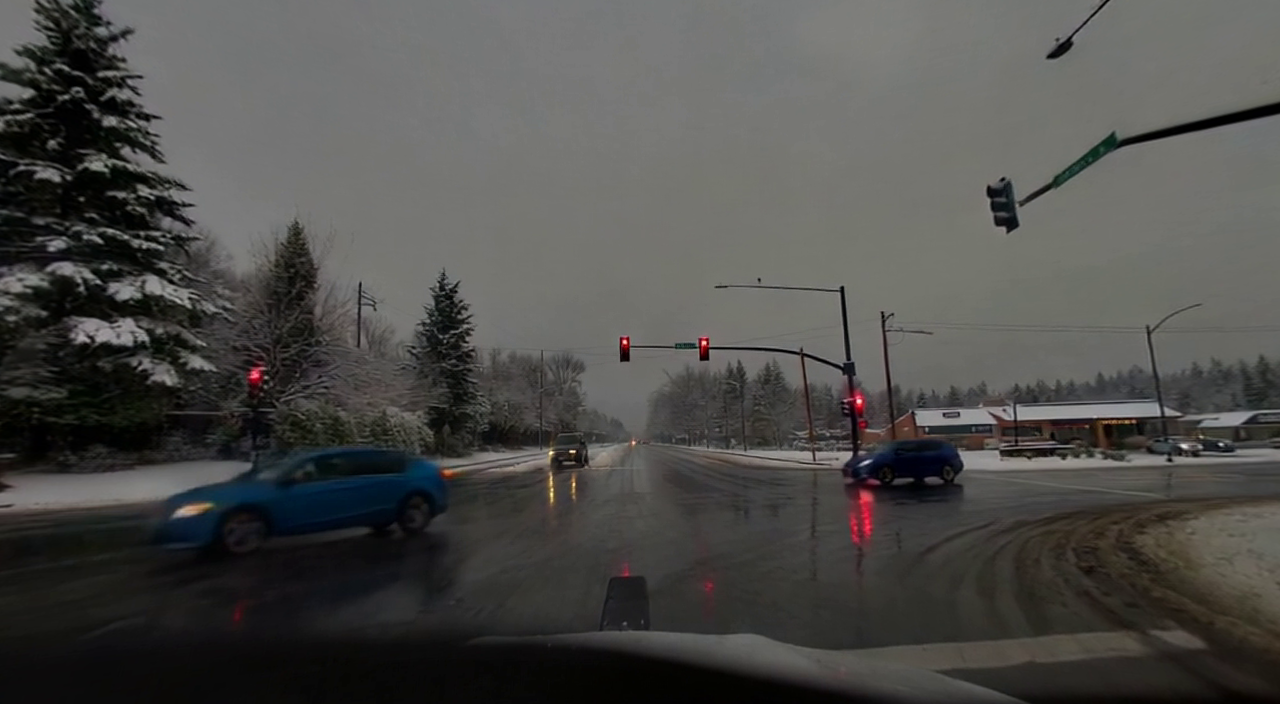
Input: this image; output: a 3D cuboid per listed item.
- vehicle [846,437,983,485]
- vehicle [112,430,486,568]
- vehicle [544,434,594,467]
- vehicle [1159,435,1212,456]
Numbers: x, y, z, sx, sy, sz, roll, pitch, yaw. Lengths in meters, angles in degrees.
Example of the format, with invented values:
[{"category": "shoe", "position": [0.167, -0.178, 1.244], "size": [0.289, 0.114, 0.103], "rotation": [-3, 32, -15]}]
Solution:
[{"category": "vehicle", "position": [9.651, 3.781, 22.144], "size": [4.377, 1.523, 1.877], "rotation": [4, -9, -24]}, {"category": "vehicle", "position": [-4.530, 1.957, 9.301], "size": [1.864, 1.482, 4.528], "rotation": [-4, -10, 26]}, {"category": "vehicle", "position": [-3.691, 5.227, 33.516], "size": [2.140, 1.638, 4.259], "rotation": [0, -8, 1]}, {"category": "vehicle", "position": [42.787, 7.347, 49.401], "size": [4.133, 1.561, 1.824], "rotation": [5, -10, -31]}]
